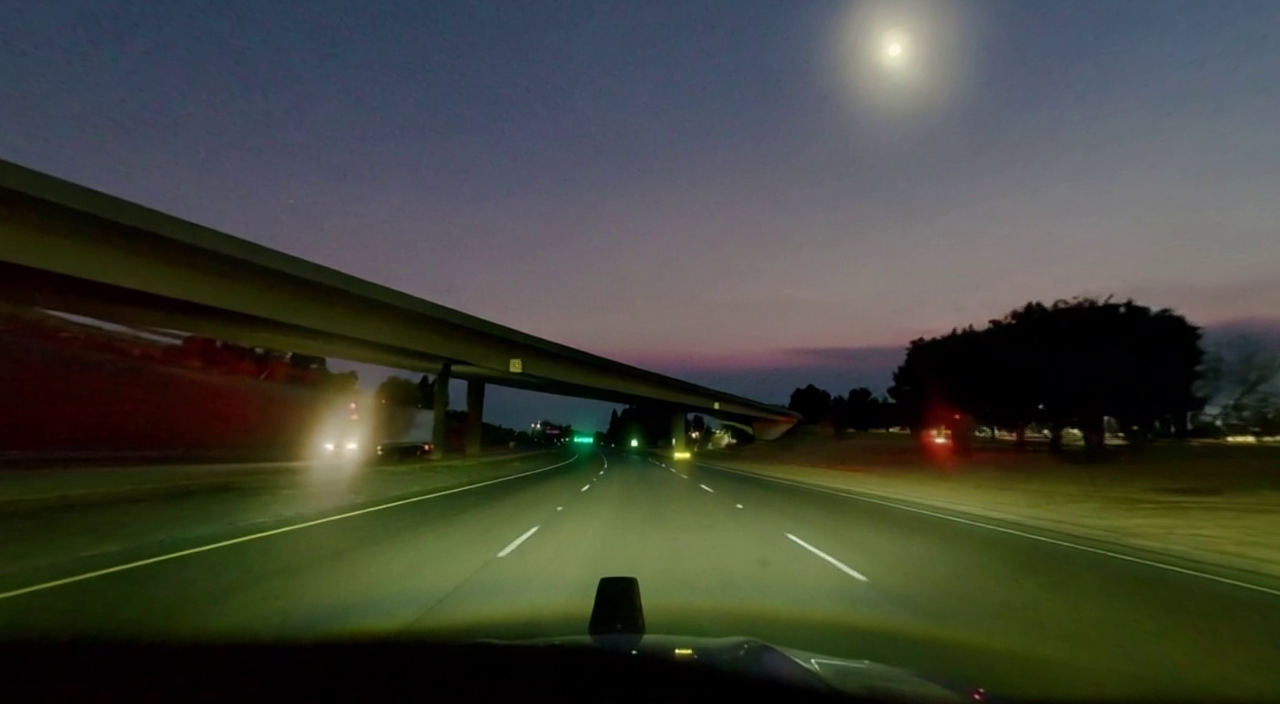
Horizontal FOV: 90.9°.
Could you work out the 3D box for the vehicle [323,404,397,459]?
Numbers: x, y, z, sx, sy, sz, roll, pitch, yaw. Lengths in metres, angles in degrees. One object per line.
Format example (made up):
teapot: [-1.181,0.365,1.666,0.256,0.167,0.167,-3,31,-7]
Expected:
vehicle: [-21.342,6.181,48.388,3.017,3.927,5.948,1,-9,-3]
